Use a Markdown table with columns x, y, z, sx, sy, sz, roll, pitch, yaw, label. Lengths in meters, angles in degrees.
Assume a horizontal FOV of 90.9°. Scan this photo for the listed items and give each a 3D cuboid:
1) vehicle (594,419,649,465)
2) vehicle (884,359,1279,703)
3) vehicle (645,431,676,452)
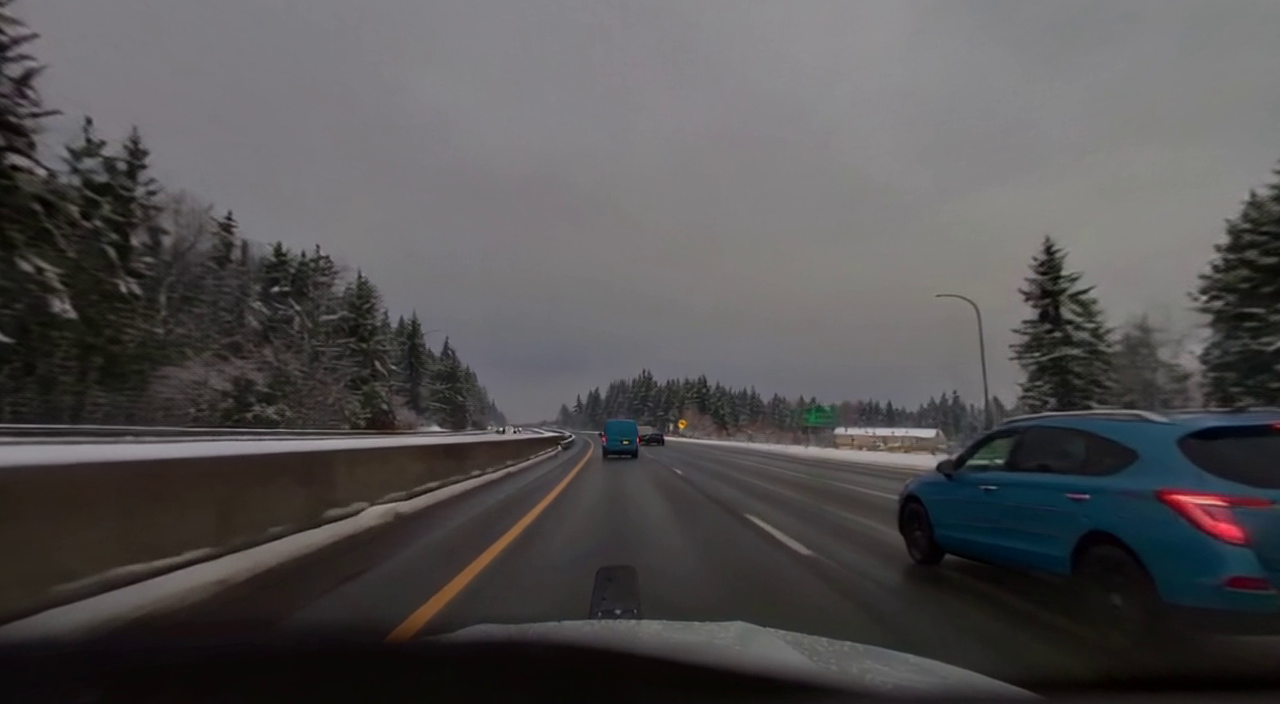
| x | y | z | sx | sy | sz | roll | pitch | yaw | label |
| --- | --- | --- | --- | --- | --- | --- | --- | --- | --- |
| -0.920 | 4.249 | 29.911 | 2.403 | 1.994 | 4.683 | 0 | -8 | -3 | vehicle |
| 3.442 | 1.052 | 3.999 | 2.078 | 1.600 | 4.012 | 0 | -8 | -1 | vehicle |
| 1.585 | 7.024 | 49.737 | 1.996 | 1.589 | 3.715 | 1 | -8 | -5 | vehicle |
